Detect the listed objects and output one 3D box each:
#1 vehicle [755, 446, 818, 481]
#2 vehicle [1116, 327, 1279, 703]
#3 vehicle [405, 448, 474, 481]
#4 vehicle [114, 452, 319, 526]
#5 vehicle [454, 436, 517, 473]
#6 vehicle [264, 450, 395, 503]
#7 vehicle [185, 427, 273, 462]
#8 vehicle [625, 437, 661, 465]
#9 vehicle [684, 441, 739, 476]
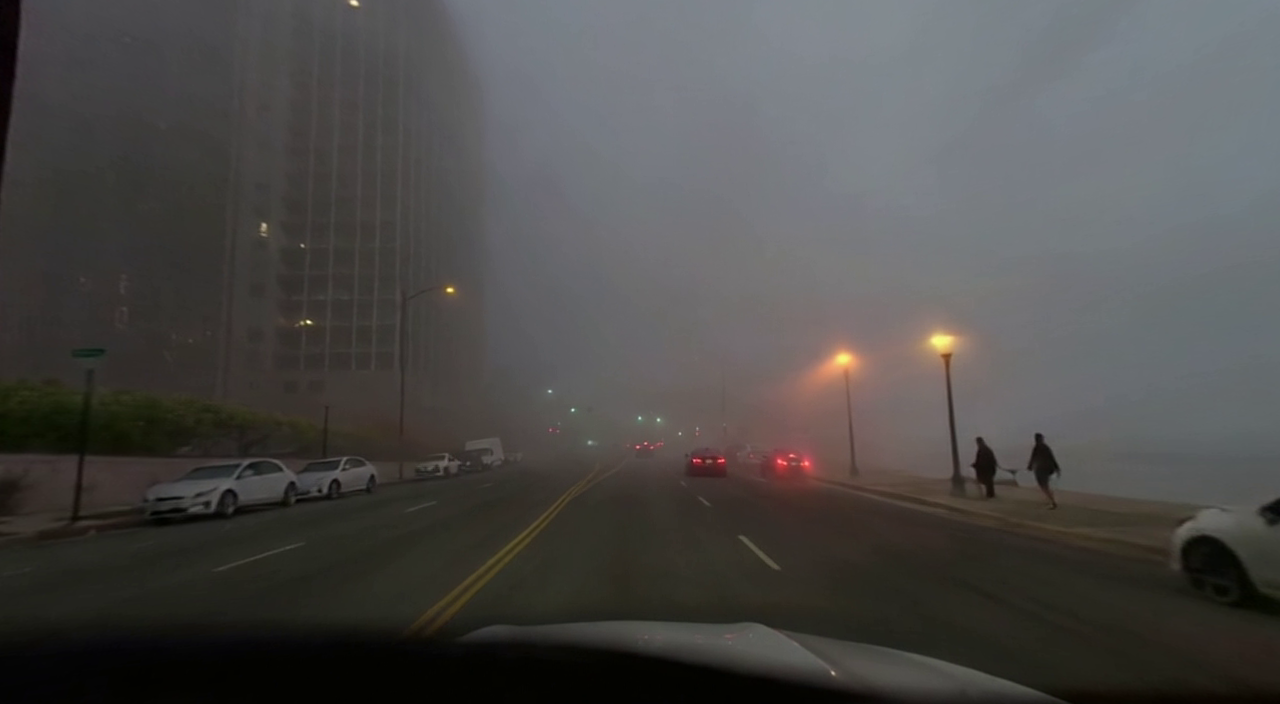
[{"bbox_3d":[6.610,5.076,29.015,1.819,1.435,4.337,0,-9,-1],"label":"vehicle"},{"bbox_3d":[3.086,0.527,0.516,1.953,1.687,4.344,0,-9,0],"label":"vehicle"},{"bbox_3d":[-9.784,5.478,31.192,1.804,1.478,4.734,0,-9,0],"label":"vehicle"},{"bbox_3d":[-9.674,3.123,14.959,1.826,1.445,4.325,0,-9,0],"label":"vehicle"},{"bbox_3d":[-9.777,6.633,40.516,2.294,1.948,6.025,-6,-11,1],"label":"vehicle"},{"bbox_3d":[-9.553,3.831,19.944,1.821,1.448,4.591,0,-9,0],"label":"vehicle"},{"bbox_3d":[-19.942,4.507,30.641,3.575,1.571,1.912,-5,-10,27],"label":"vehicle"},{"bbox_3d":[0.238,6.573,41.976,2.264,1.798,4.258,0,-9,1],"label":"vehicle"},{"bbox_3d":[3.261,4.954,29.556,1.999,1.487,3.939,0,-9,-2],"label":"vehicle"}]
